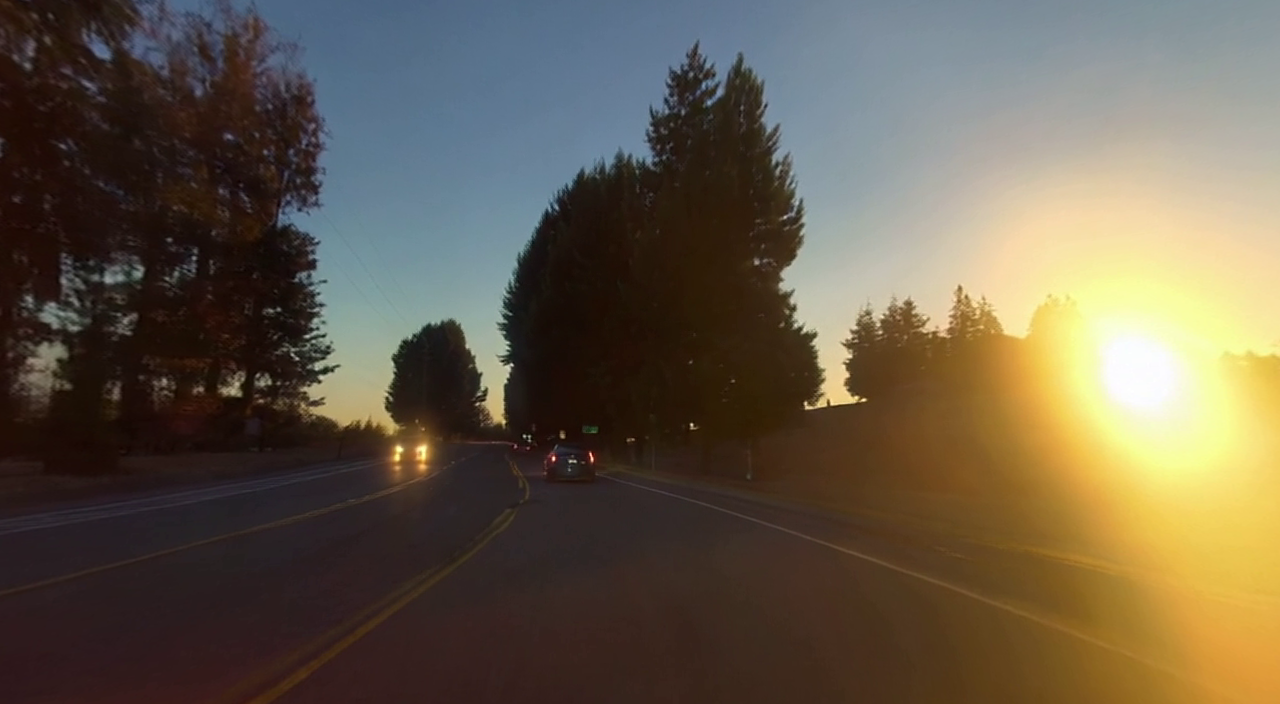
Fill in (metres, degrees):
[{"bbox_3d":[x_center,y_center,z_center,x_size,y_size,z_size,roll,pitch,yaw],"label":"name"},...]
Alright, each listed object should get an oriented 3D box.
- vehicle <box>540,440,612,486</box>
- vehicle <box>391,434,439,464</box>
[{"bbox_3d":[-2.439,4.014,23.165,2.296,1.510,4.068,2,-9,-10],"label":"vehicle"},{"bbox_3d":[-12.607,5.456,35.489,1.894,1.621,3.900,1,-9,-10],"label":"vehicle"}]
